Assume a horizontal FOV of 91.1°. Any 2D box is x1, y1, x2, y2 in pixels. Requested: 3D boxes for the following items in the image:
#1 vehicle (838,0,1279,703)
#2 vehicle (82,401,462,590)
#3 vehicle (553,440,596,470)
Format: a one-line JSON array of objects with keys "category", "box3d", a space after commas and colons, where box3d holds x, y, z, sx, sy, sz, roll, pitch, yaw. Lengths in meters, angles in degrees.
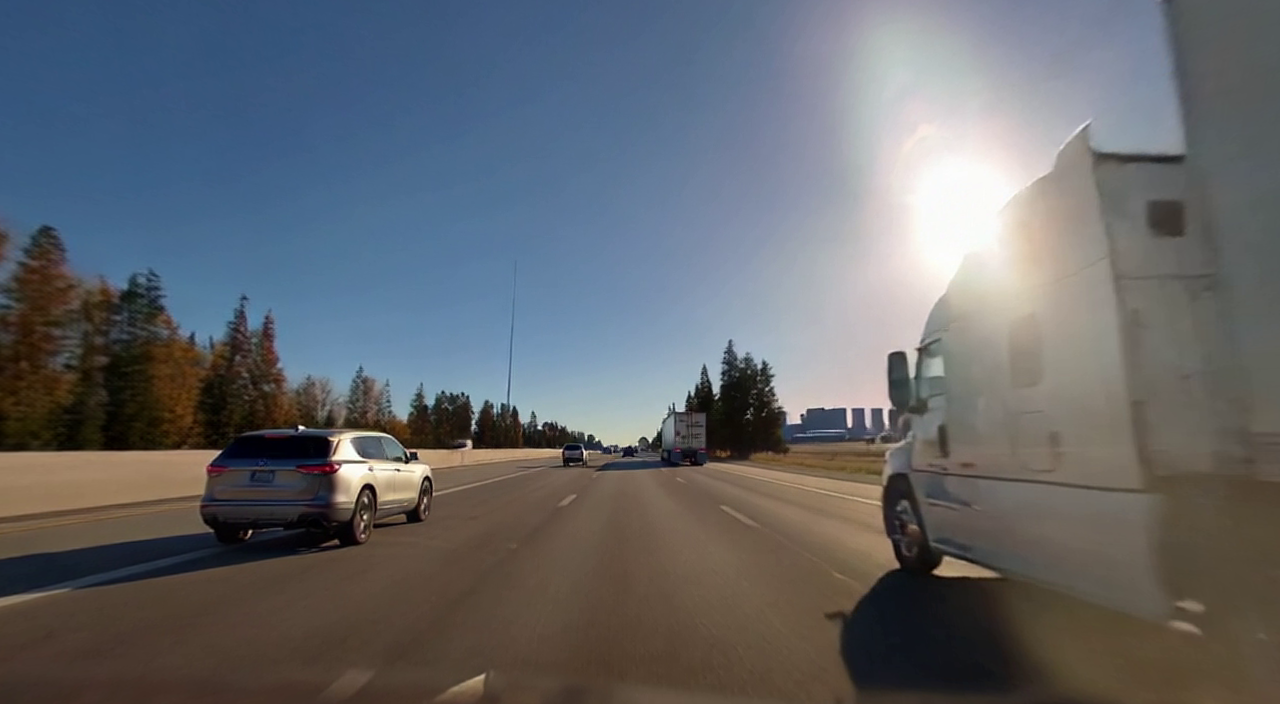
[{"category": "vehicle", "box3d": [4.227, 0.178, 5.176, 3.030, 3.918, 6.108, 0, -9, -1]}, {"category": "vehicle", "box3d": [-4.143, 1.708, 8.315, 2.202, 1.760, 4.617, 0, -9, 0]}, {"category": "vehicle", "box3d": [-3.911, 6.238, 38.225, 2.139, 1.716, 4.530, 0, -9, -1]}]
